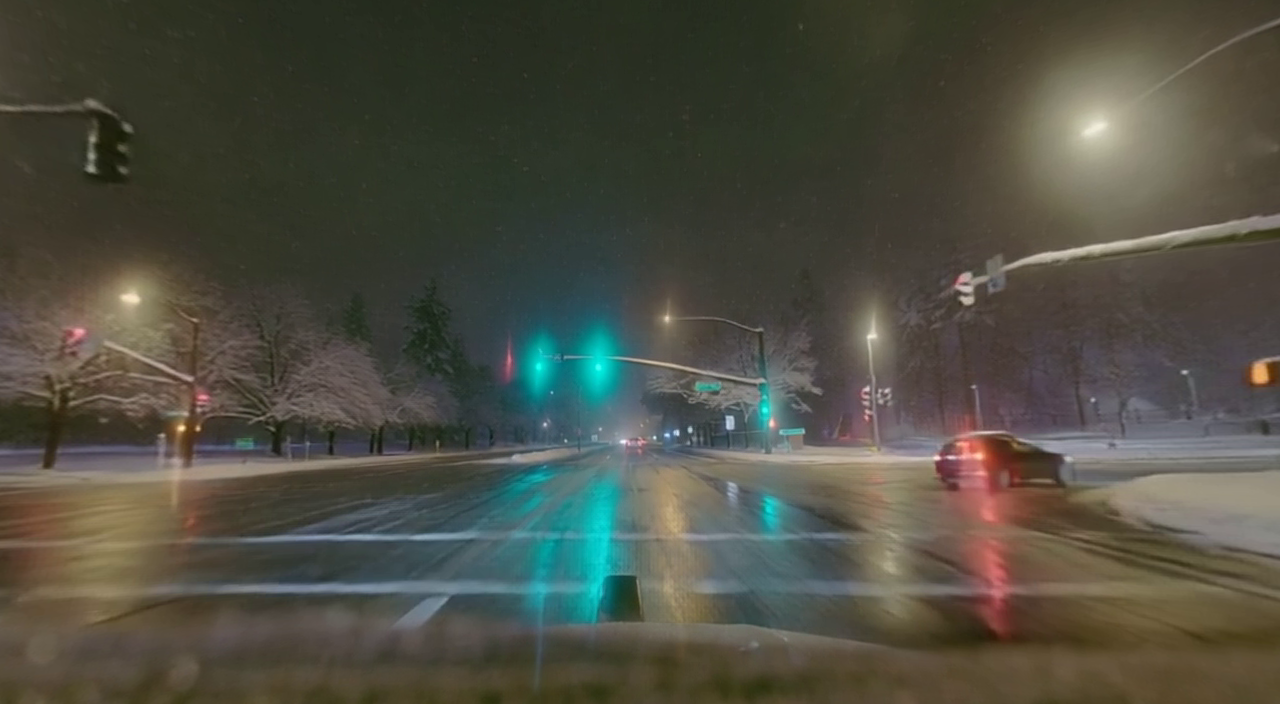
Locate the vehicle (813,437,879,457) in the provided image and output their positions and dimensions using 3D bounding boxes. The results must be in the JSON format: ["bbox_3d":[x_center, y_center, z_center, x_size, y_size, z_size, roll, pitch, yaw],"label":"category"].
[{"bbox_3d":[16.034,7.412,49.308,4.483,1.452,1.924,0,-8,-1],"label":"vehicle"}]

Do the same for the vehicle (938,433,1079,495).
[{"bbox_3d":[10.610,3.149,18.036,4.595,1.503,2.289,10,-12,-44],"label":"vehicle"}]
